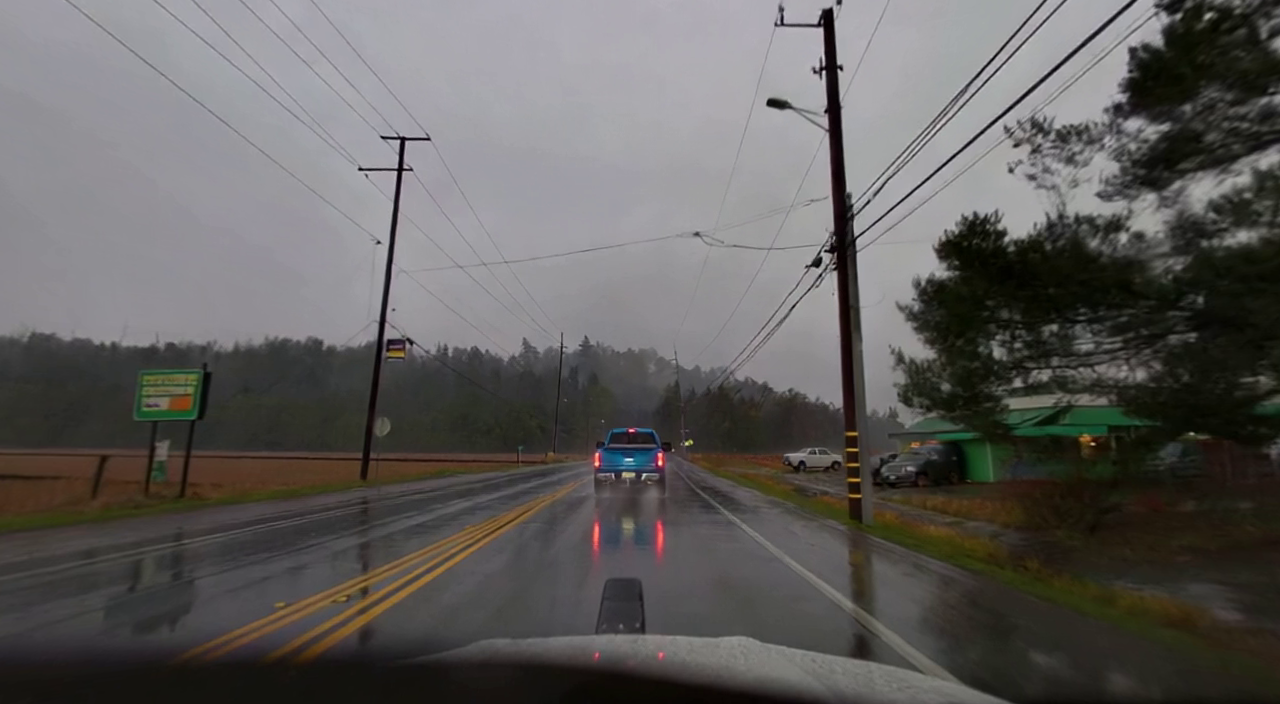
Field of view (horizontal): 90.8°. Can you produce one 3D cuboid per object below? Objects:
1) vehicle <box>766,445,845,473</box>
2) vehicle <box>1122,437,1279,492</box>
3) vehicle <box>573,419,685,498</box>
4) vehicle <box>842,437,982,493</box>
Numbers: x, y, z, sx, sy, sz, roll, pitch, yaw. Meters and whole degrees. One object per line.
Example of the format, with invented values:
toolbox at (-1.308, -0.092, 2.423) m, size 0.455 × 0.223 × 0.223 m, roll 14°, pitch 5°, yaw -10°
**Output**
vehicle at (11.263, 7.182, 42.883) m, size 5.304 × 1.754 × 2.340 m, roll 6°, pitch -11°, yaw -37°
vehicle at (22.000, 4.257, 24.096) m, size 5.246 × 1.981 × 2.054 m, roll -2°, pitch -9°, yaw 9°
vehicle at (-0.272, 3.322, 20.195) m, size 2.921 × 2.031 × 7.416 m, roll 0°, pitch -8°, yaw 0°
vehicle at (11.267, 4.607, 26.027) m, size 5.776 × 1.936 × 2.535 m, roll 7°, pitch -8°, yaw -34°
